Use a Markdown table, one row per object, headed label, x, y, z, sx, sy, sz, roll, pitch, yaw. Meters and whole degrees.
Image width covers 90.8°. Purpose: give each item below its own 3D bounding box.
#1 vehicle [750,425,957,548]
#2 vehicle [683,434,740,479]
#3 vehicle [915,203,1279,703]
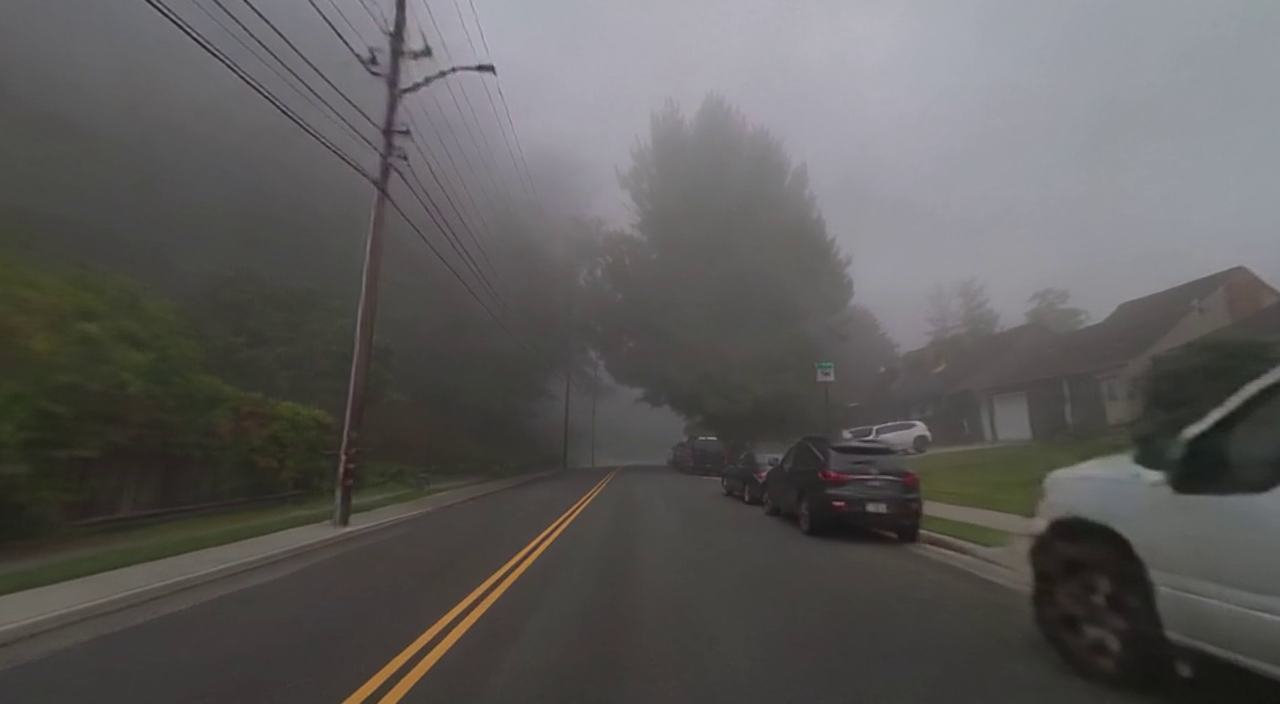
| label | x | y | z | sx | sy | sz | roll | pitch | yaw |
| --- | --- | --- | --- | --- | --- | --- | --- | --- | --- |
| vehicle | 3.330 | 2.202 | 11.153 | 1.848 | 1.624 | 5.200 | 0 | -8 | 0 |
| vehicle | 3.296 | 4.941 | 30.100 | 2.020 | 1.900 | 5.202 | 0 | -8 | -1 |
| vehicle | 3.266 | 0.528 | 1.881 | 2.347 | 2.070 | 5.735 | 0 | -8 | 1 |
